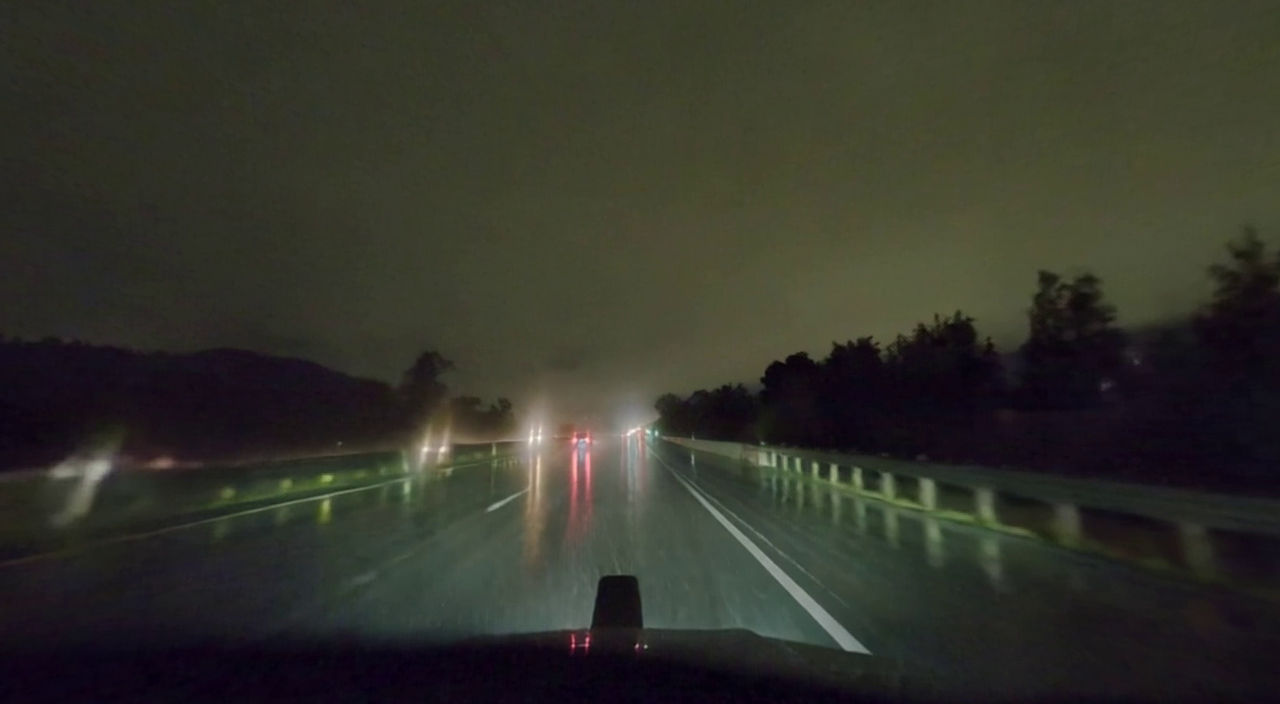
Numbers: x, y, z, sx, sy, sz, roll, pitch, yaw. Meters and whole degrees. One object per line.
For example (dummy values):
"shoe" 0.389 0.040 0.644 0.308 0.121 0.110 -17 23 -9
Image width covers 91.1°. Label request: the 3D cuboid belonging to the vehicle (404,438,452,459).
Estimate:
"vehicle" -15.481 7.028 46.068 1.785 1.464 4.607 -1 -8 2
